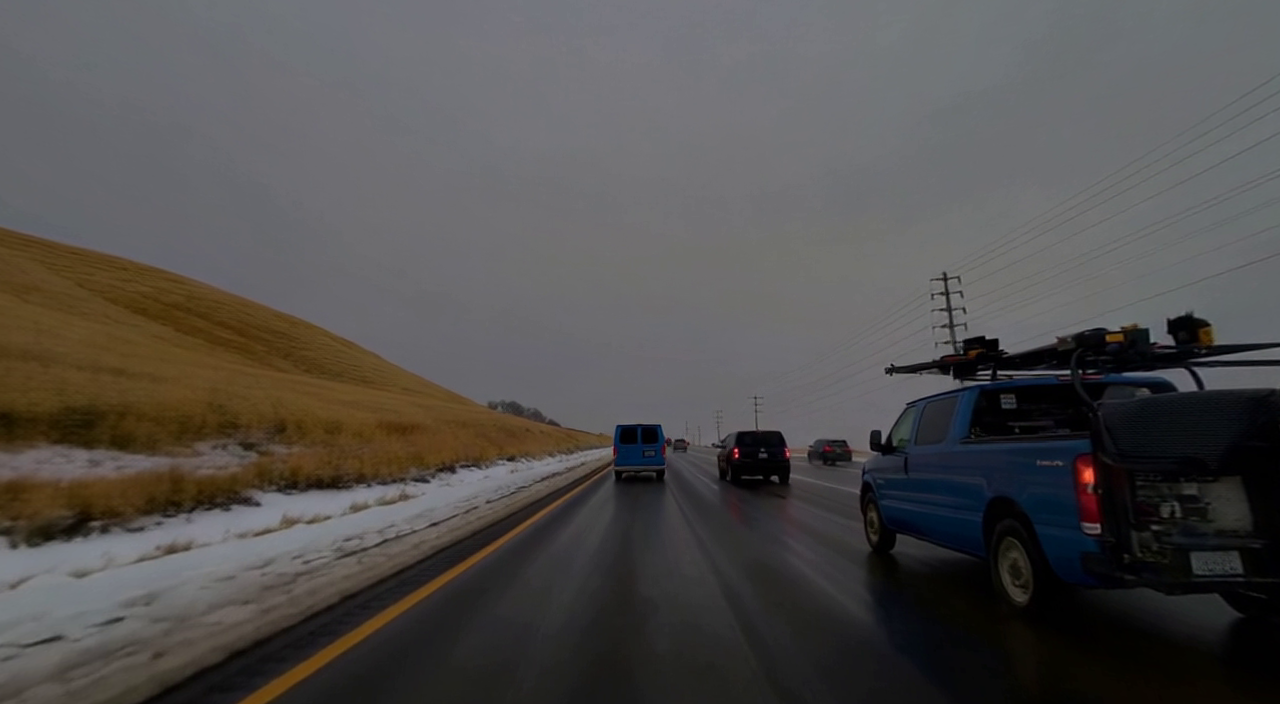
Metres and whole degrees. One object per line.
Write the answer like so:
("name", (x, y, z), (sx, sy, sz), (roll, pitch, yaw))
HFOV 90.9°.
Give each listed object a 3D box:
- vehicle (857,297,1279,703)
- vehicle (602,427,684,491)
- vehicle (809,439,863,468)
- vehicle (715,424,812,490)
("vehicle", (3.928, 1.030, 4.521), (2.691, 1.901, 5.744), (0, -8, 0))
("vehicle", (0.112, 3.306, 19.802), (2.268, 1.772, 4.523), (0, -8, 1))
("vehicle", (10.850, 5.610, 35.171), (1.875, 1.504, 4.114), (-1, -8, 3))
("vehicle", (3.702, 3.264, 19.867), (2.139, 1.821, 4.480), (0, -8, 0))
